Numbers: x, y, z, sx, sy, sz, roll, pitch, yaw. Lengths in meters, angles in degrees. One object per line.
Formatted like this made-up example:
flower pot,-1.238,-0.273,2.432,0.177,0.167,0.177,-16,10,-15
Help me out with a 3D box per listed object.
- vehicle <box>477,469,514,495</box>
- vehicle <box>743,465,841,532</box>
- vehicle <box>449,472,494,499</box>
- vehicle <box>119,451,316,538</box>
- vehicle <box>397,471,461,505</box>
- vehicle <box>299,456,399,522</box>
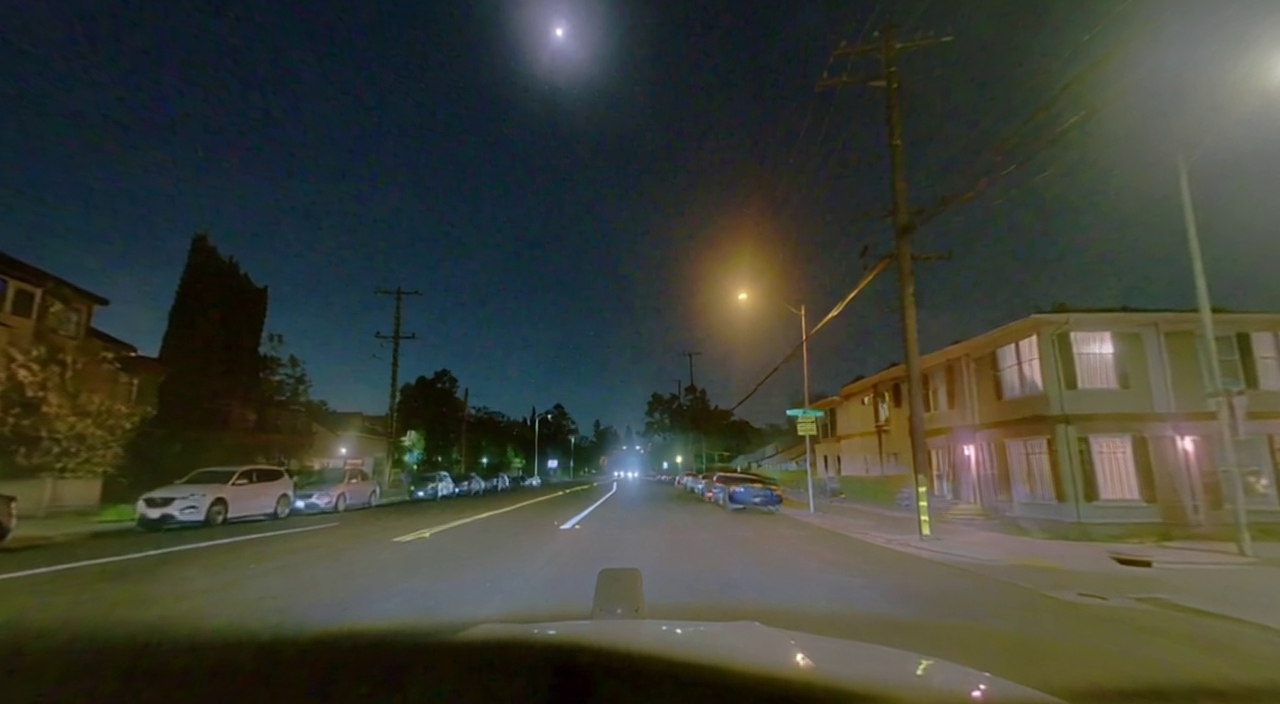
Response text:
vehicle,-11.222,10.116,49.504,1.948,1.777,4.546,0,-9,-2
vehicle,4.411,4.278,18.994,1.867,1.680,4.176,0,-9,0
vehicle,-11.351,9.016,42.909,1.903,1.535,4.342,0,-9,-1
vehicle,-11.096,3.702,17.171,2.056,1.980,4.763,0,-9,-1
vehicle,-11.128,7.203,33.667,2.051,1.520,4.374,0,-9,-2
vehicle,-11.308,5.263,24.877,1.926,1.998,4.447,-4,-6,-1
